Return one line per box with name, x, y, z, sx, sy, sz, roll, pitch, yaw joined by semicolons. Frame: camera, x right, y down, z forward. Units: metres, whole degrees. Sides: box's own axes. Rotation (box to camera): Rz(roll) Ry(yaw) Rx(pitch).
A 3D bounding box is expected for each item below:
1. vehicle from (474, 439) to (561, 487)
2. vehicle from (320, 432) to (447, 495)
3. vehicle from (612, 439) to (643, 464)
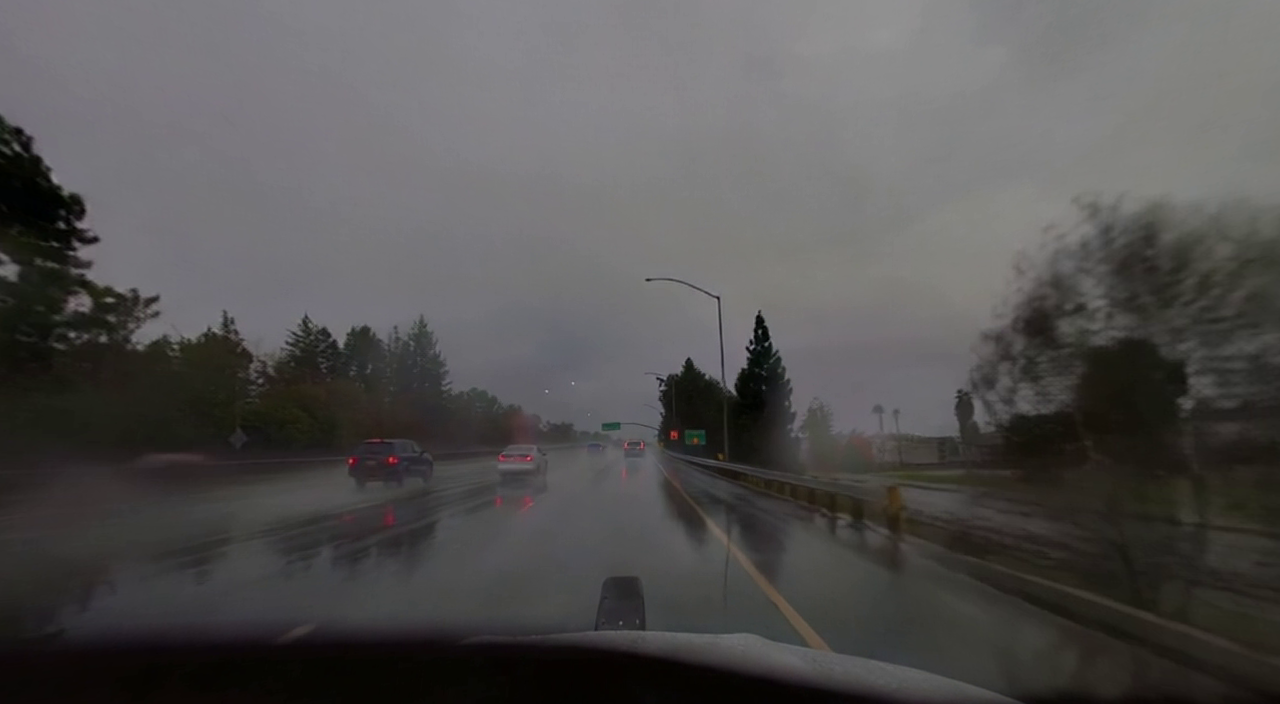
vehicle;-4.351;4.037;23.271;2.102;1.562;4.884;0;-9;2
vehicle;-8.162;3.580;20.671;2.091;1.795;4.617;0;-9;2
vehicle;-0.907;7.492;47.719;2.179;1.742;4.396;0;-9;0
